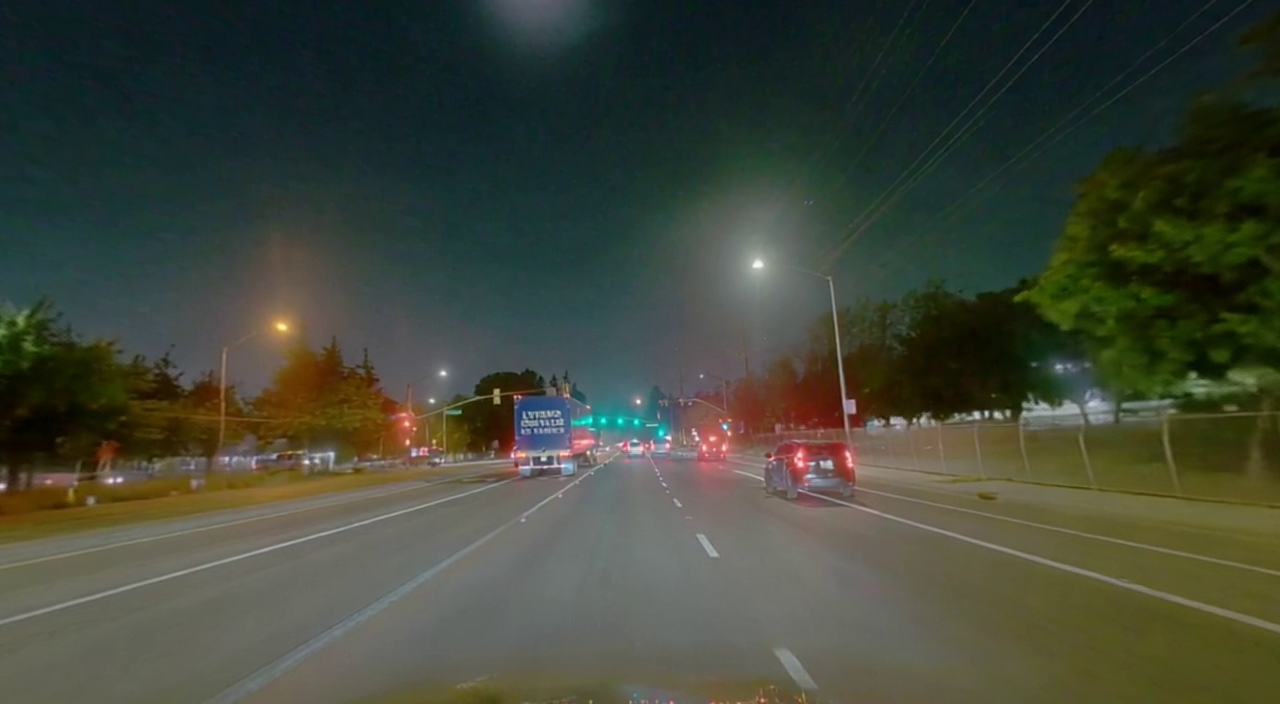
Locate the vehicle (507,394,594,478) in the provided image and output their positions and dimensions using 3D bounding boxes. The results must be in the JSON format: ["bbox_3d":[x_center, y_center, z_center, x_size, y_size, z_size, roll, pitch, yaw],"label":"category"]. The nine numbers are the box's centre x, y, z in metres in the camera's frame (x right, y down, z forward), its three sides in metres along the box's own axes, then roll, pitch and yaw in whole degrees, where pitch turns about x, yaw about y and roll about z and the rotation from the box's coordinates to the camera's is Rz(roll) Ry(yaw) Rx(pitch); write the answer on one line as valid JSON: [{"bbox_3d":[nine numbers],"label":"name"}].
[{"bbox_3d":[-3.912,3.995,29.626,2.889,3.347,8.285,0,-8,0],"label":"vehicle"}]

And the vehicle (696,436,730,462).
[{"bbox_3d":[5.024,6.726,43.938,2.102,1.662,4.533,-1,-8,4],"label":"vehicle"}]
